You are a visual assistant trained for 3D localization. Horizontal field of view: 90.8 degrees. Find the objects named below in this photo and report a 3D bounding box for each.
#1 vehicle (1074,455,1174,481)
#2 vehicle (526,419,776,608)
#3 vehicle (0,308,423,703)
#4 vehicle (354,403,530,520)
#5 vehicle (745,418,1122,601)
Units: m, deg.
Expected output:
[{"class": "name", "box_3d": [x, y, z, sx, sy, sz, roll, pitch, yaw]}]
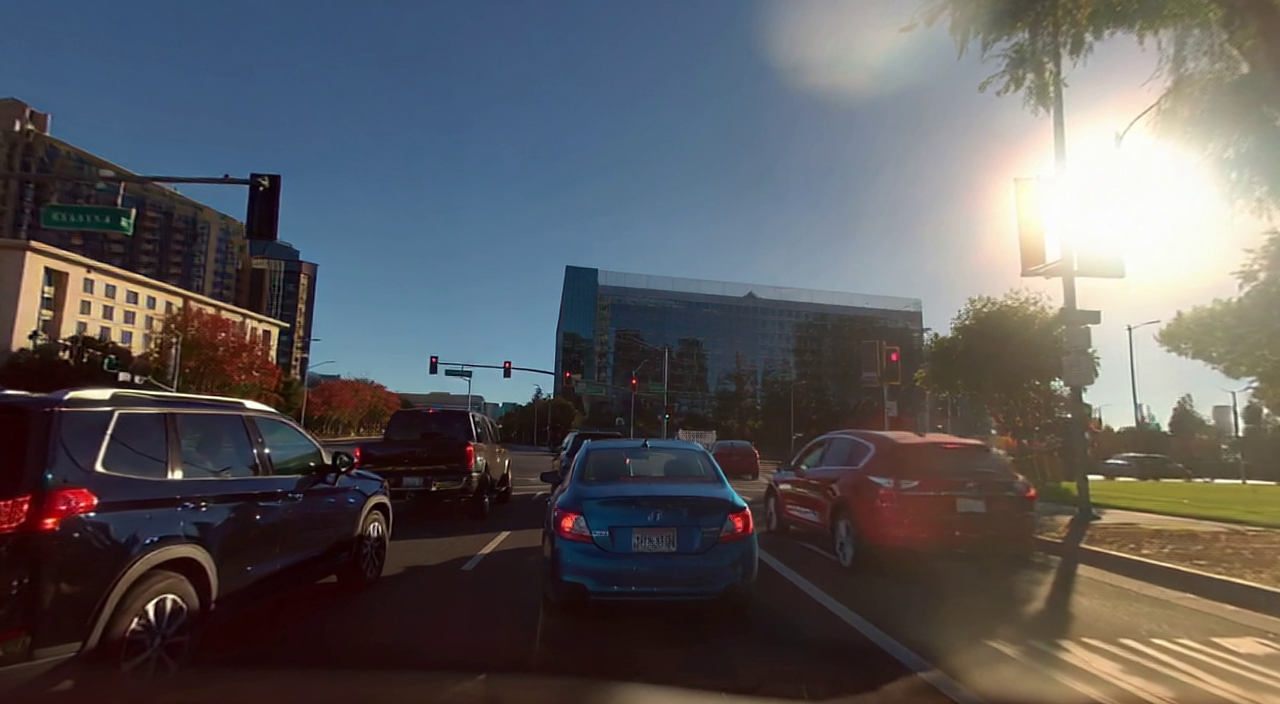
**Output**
[{"class": "vehicle", "box_3d": [29.749, 7.143, 38.903, 4.609, 1.513, 1.861, 0, -8, -2]}, {"class": "vehicle", "box_3d": [-0.054, 1.613, 7.337, 2.001, 1.483, 4.442, 0, -8, -4]}, {"class": "vehicle", "box_3d": [-3.154, 1.022, 4.278, 1.924, 1.737, 4.387, 0, -8, -2]}, {"class": "vehicle", "box_3d": [-3.887, 2.289, 13.718, 2.305, 1.984, 5.586, 0, -8, -3]}, {"class": "vehicle", "box_3d": [2.928, 1.687, 7.820, 2.100, 1.524, 4.746, 0, -8, -4]}]
